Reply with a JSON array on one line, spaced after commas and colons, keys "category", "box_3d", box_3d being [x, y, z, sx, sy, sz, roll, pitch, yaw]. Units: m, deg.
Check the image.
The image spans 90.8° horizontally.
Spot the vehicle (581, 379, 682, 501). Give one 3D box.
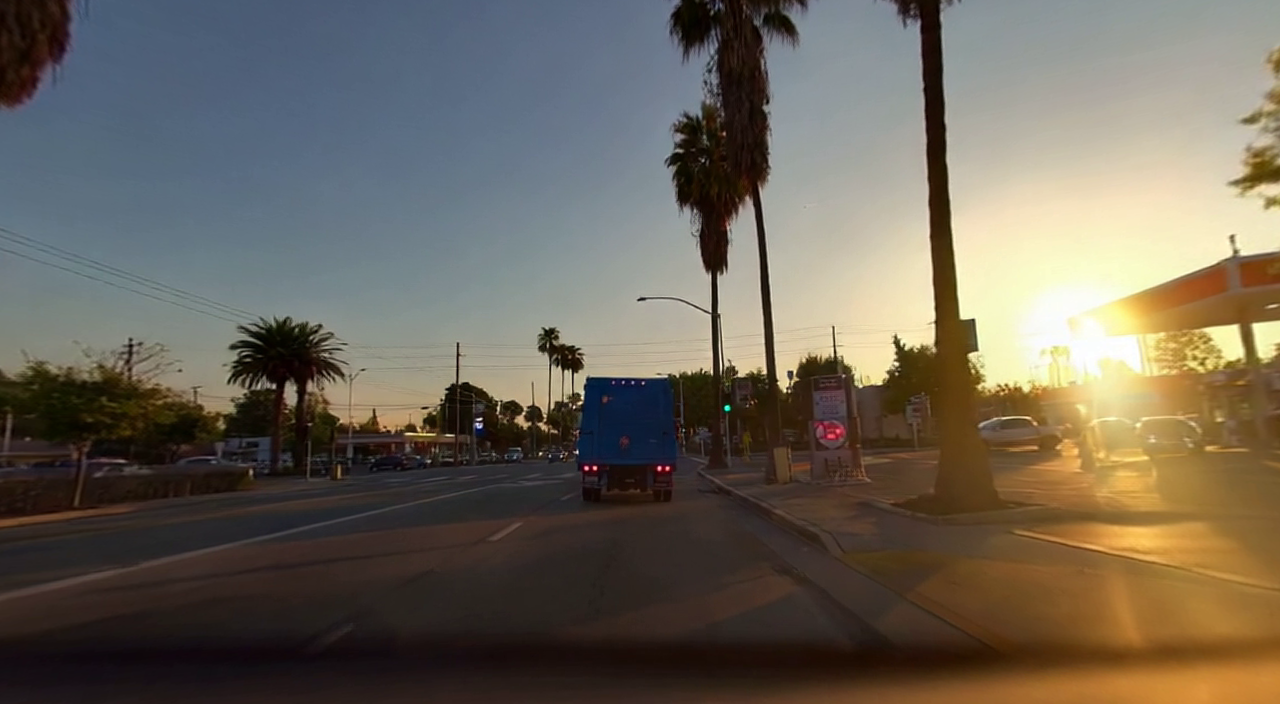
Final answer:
[{"category": "vehicle", "box_3d": [-0.166, 2.554, 18.481, 2.463, 2.954, 5.938, 1, -8, 1]}]

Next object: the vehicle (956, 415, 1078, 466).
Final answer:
[{"category": "vehicle", "box_3d": [15.930, 3.739, 26.629, 5.078, 1.937, 2.326, 6, -10, -34]}]

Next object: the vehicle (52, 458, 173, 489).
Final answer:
[{"category": "vehicle", "box_3d": [-27.721, 6.361, 33.405, 4.493, 1.453, 1.912, 4, -9, -27]}]

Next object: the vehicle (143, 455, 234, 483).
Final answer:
[{"category": "vehicle", "box_3d": [-27.974, 7.252, 39.366, 4.303, 1.567, 2.021, 4, -10, -28]}]

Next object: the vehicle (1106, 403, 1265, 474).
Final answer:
[{"category": "vehicle", "box_3d": [15.731, 2.456, 18.171, 4.472, 1.730, 1.939, 2, -10, -31]}]

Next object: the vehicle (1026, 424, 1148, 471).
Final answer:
[{"category": "vehicle", "box_3d": [15.244, 3.232, 21.505, 4.105, 1.433, 1.931, 5, -10, -33]}]
